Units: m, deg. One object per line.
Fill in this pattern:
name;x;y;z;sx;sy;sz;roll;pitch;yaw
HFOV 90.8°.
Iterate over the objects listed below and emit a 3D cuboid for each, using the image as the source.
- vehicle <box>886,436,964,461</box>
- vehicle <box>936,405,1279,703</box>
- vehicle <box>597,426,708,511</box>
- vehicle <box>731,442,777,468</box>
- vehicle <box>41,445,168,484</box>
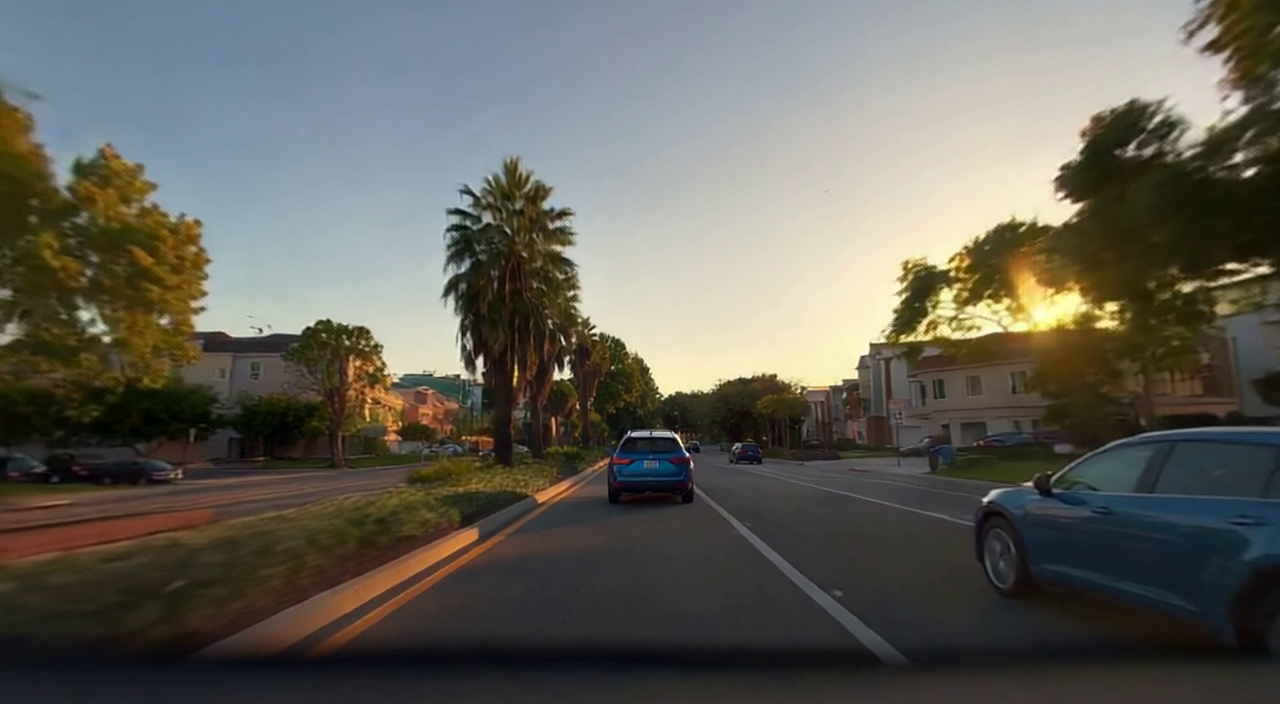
vehicle;19.414;6.596;43.149;4.392;1.628;1.982;0;-8;-2
vehicle;3.880;1.128;3.847;1.941;1.472;4.570;0;-8;0
vehicle;0.212;2.669;14.978;2.239;1.693;4.301;0;-8;-1
vehicle;6.993;6.360;39.236;1.930;1.457;4.267;0;-8;-2
vehicle;-26.170;5.503;31.159;1.975;1.722;4.761;0;-9;2
